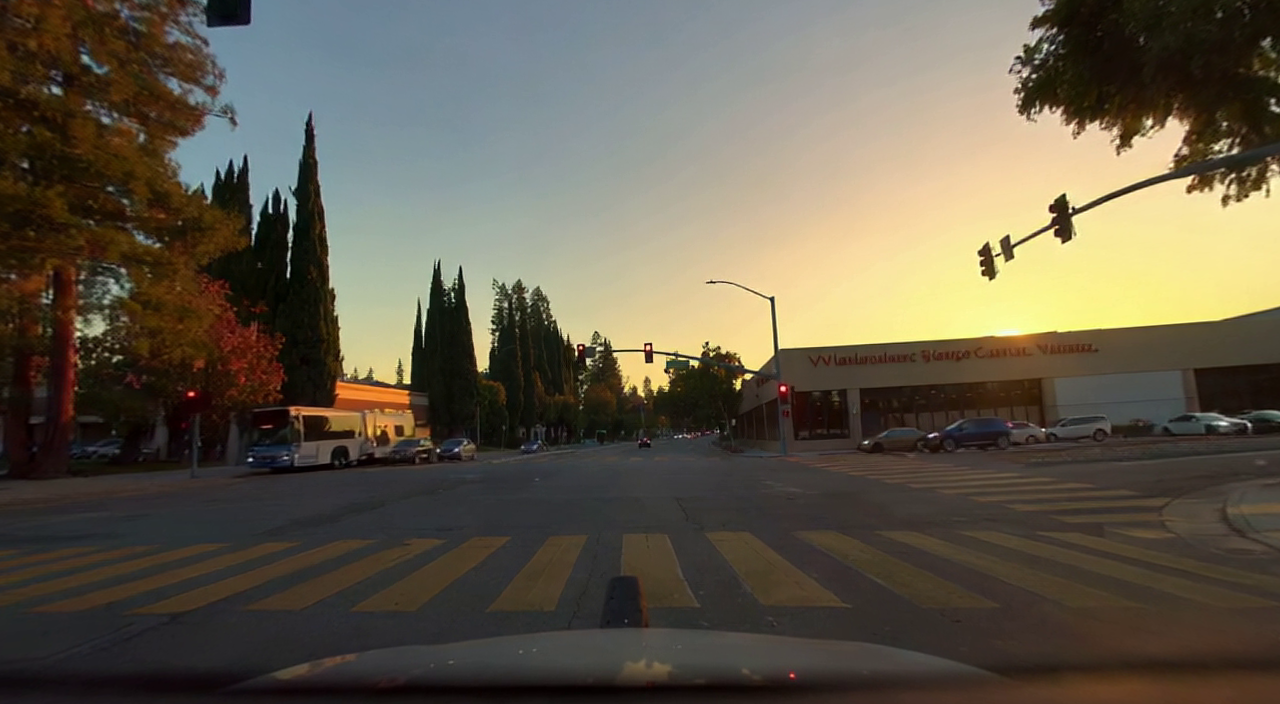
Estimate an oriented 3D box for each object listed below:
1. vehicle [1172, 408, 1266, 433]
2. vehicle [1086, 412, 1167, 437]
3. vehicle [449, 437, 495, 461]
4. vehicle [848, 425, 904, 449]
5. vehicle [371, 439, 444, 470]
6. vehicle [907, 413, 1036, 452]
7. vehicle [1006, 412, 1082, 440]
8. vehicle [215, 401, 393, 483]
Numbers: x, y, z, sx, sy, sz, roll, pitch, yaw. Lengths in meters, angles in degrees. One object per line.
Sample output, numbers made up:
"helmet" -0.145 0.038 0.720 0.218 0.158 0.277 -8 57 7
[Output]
"vehicle" 38.368 4.614 41.951 1.715 1.480 4.701 0 -8 -1
"vehicle" 31.385 4.730 40.801 1.823 1.480 4.003 0 -8 -4
"vehicle" -12.426 7.214 46.807 2.181 1.653 4.468 0 -8 0
"vehicle" 17.279 6.245 46.243 3.329 1.415 1.821 -6 -9 2
"vehicle" -12.041 5.342 33.042 1.996 1.482 4.772 0 -8 0
"vehicle" 14.620 3.583 27.969 4.566 1.670 2.000 0 -8 -2
"vehicle" 26.331 4.877 41.278 2.011 1.656 4.163 0 -8 -3
"vehicle" -16.563 4.665 32.564 3.161 3.455 11.058 0 -8 0
